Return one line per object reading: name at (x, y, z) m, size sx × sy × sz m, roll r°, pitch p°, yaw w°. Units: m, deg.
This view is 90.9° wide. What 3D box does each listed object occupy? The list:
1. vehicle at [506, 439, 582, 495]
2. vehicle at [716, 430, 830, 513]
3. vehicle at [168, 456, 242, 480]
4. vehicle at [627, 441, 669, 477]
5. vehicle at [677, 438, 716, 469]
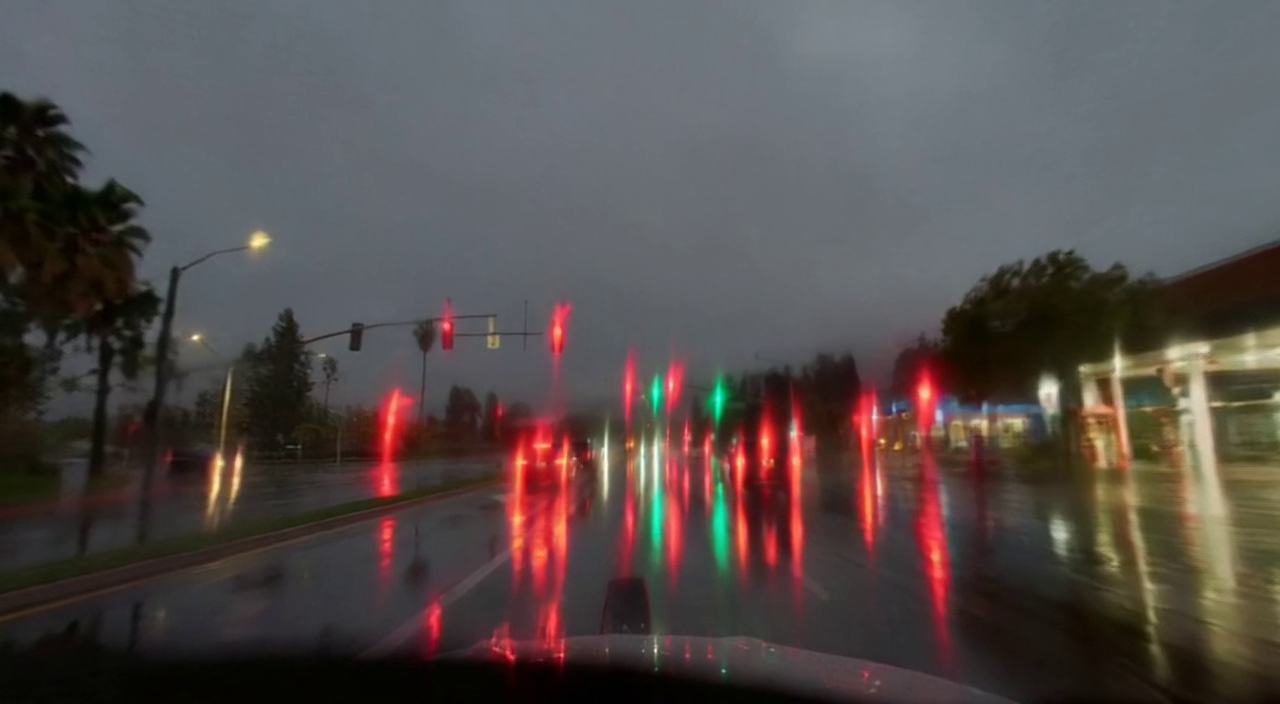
vehicle at (-3.023, 3.697, 20.713) m, size 1.788 × 1.600 × 4.298 m, roll 0°, pitch -8°, yaw 1°
vehicle at (3.076, 2.835, 15.427) m, size 1.872 × 1.752 × 3.896 m, roll 0°, pitch -8°, yaw -1°
vehicle at (-31.269, 8.323, 45.369) m, size 3.811 × 1.628 × 1.920 m, roll 0°, pitch -8°, yaw 2°
vehicle at (0.398, 5.353, 31.815) m, size 1.991 × 1.664 × 3.814 m, roll 0°, pitch -8°, yaw 0°
vehicle at (3.764, 6.879, 42.796) m, size 2.154 × 1.975 × 4.634 m, roll 0°, pitch -8°, yaw 0°
